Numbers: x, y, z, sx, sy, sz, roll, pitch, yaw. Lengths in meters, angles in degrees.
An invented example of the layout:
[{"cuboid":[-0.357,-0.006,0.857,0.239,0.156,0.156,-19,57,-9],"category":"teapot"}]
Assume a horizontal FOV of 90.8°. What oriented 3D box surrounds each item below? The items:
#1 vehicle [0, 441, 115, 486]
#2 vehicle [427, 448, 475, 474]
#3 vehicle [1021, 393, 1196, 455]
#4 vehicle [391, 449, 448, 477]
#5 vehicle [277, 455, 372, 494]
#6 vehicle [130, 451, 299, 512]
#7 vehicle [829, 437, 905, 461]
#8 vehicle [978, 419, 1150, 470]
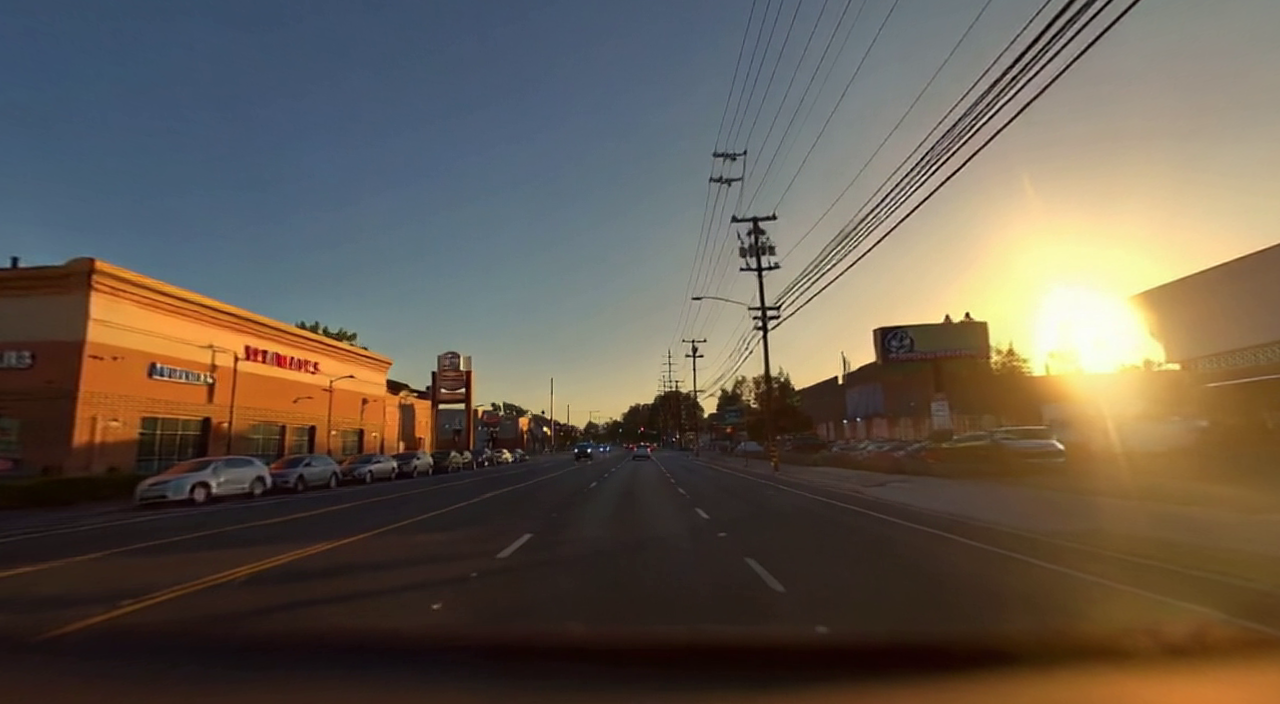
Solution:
[{"cuboid":[-23.889,4.336,24.740,4.527,1.679,2.055,3,-9,-18],"category":"vehicle"},{"cuboid":[-13.421,7.740,45.138,1.793,1.534,5.400,-2,-7,0],"category":"vehicle"},{"cuboid":[29.660,4.637,40.258,8.821,3.745,2.909,0,-9,-3],"category":"vehicle"},{"cuboid":[-13.635,6.841,39.283,1.901,1.552,4.541,0,-8,0],"category":"vehicle"},{"cuboid":[-13.574,5.253,27.535,1.791,1.377,4.807,-2,-8,-1],"category":"vehicle"},{"cuboid":[-13.694,4.140,20.830,2.014,1.523,5.092,-3,-8,1],"category":"vehicle"},{"cuboid":[15.054,6.436,42.142,4.300,1.431,1.937,-2,-7,1],"category":"vehicle"},{"cuboid":[15.401,3.396,23.177,4.667,1.775,2.199,0,-8,-1],"category":"vehicle"}]
